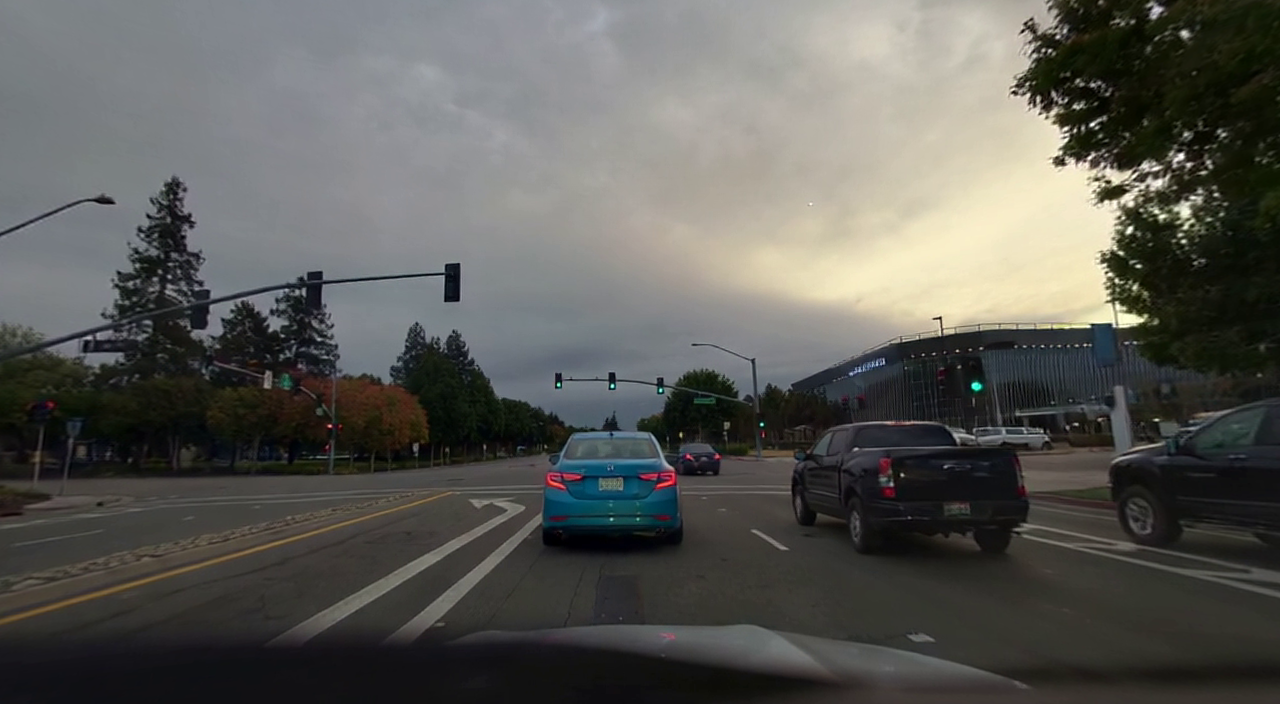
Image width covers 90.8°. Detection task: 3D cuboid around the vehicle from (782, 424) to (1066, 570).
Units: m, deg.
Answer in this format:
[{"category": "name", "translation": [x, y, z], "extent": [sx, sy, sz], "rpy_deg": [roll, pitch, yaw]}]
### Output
[{"category": "vehicle", "translation": [3.599, 1.903, 9.192], "extent": [1.955, 1.550, 4.587], "rpy_deg": [0, -8, -1]}]

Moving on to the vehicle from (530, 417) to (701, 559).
[{"category": "vehicle", "translation": [-0.306, 1.895, 9.452], "extent": [2.037, 1.674, 3.693], "rpy_deg": [0, -8, 0]}]

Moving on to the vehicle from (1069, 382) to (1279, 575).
[{"category": "vehicle", "translation": [7.541, 1.284, 6.445], "extent": [2.240, 1.923, 5.678], "rpy_deg": [0, -8, -1]}]
